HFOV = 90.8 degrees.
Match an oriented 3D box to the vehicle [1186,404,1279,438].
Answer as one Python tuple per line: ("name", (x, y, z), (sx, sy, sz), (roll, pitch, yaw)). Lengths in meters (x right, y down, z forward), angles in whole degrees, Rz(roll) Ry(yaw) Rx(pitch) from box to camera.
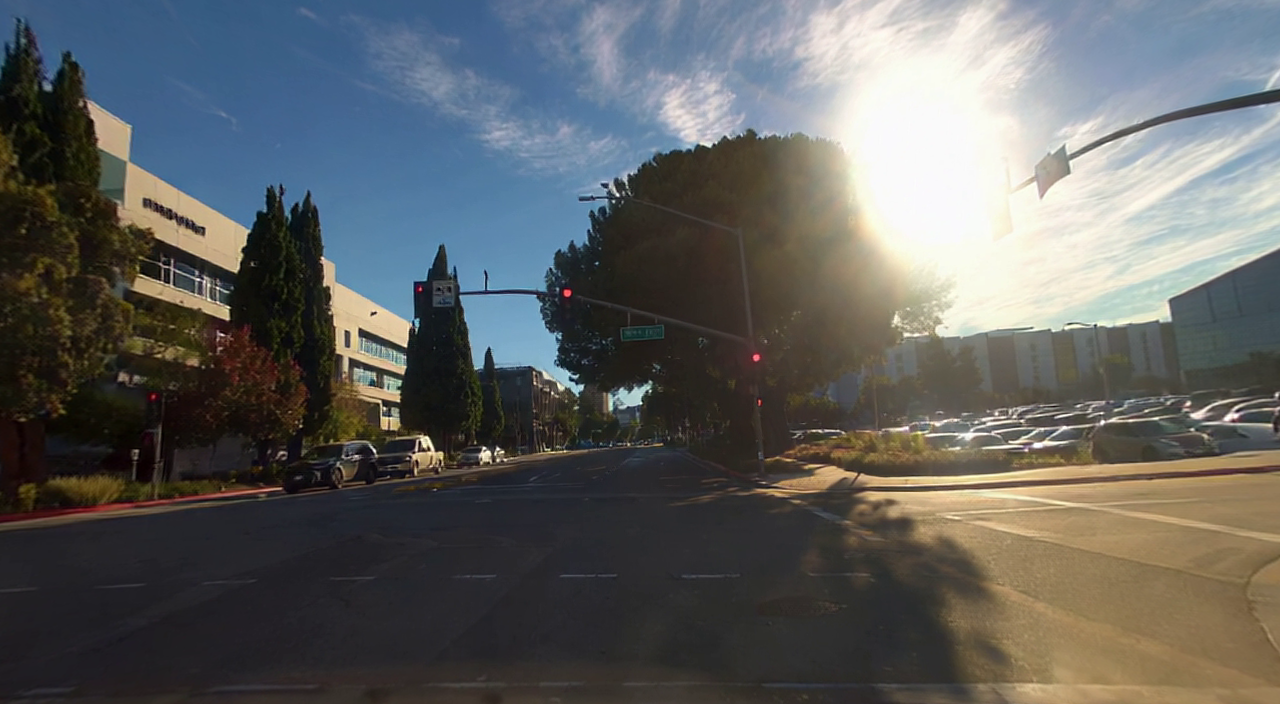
("vehicle", (34.915, 4.028, 36.649), (4.326, 1.511, 1.725), (-8, -9, 17))

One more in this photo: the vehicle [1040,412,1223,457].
("vehicle", (16.955, 2.906, 22.094), (4.560, 1.453, 1.851), (-3, -9, 18))

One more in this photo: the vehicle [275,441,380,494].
("vehicle", (-13.723, 5.067, 28.151), (2.251, 1.957, 4.968), (-4, -9, -1))

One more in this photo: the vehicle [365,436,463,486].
("vehicle", (-10.166, 4.960, 29.060), (2.475, 1.940, 5.702), (-3, -9, 0))

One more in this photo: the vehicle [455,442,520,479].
("vehicle", (-6.977, 4.998, 29.324), (2.024, 1.470, 4.153), (-3, -9, -1))
